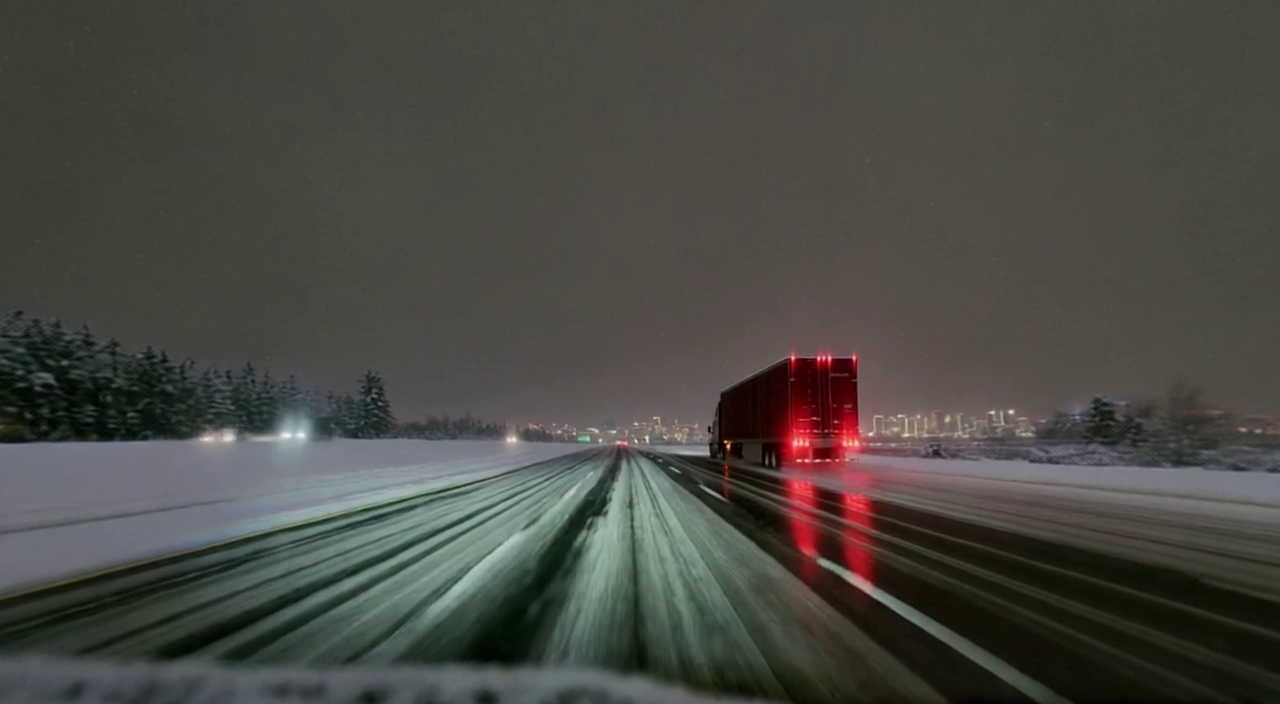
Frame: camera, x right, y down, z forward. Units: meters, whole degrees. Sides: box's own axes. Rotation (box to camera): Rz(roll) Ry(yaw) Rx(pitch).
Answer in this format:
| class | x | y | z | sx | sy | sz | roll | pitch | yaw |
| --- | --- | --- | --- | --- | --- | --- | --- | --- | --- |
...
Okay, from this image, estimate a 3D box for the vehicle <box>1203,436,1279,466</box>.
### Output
| class | x | y | z | sx | sy | sz | roll | pitch | yaw |
| --- | --- | --- | --- | --- | --- | --- | --- | --- | --- |
| vehicle | 46.892 | 7.552 | 48.258 | 5.583 | 2.177 | 2.775 | 1 | -8 | -11 |
